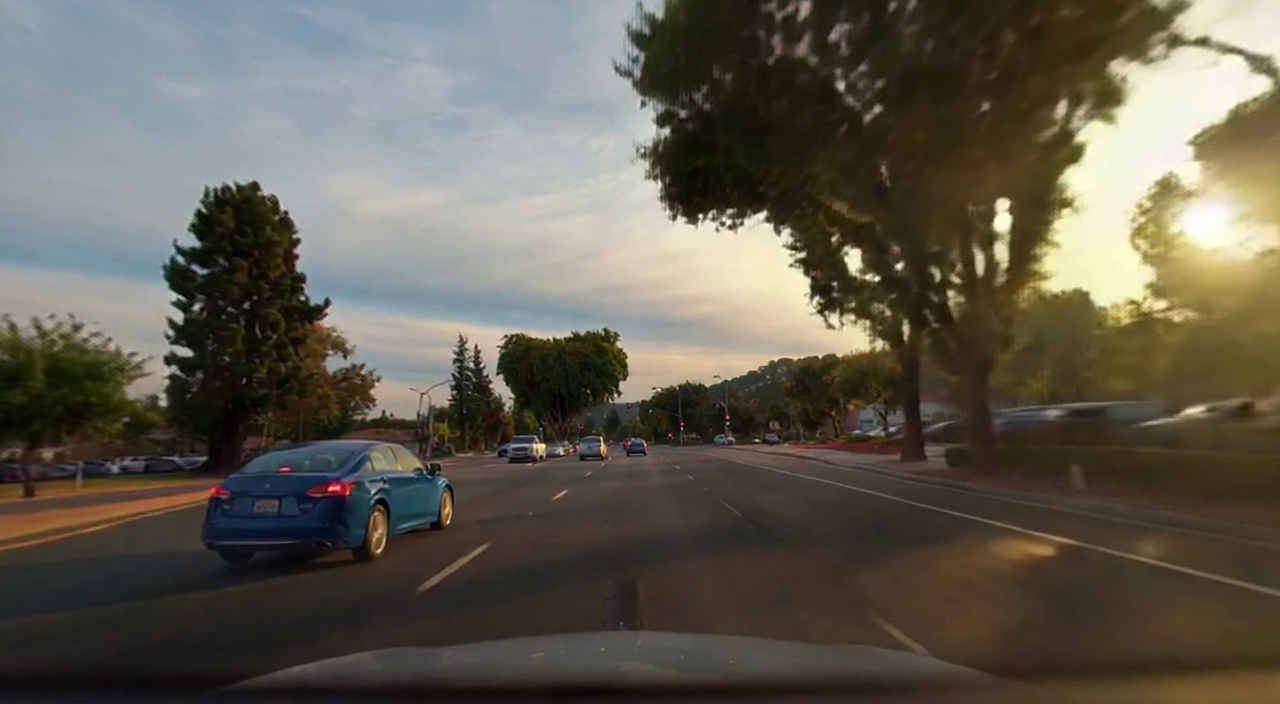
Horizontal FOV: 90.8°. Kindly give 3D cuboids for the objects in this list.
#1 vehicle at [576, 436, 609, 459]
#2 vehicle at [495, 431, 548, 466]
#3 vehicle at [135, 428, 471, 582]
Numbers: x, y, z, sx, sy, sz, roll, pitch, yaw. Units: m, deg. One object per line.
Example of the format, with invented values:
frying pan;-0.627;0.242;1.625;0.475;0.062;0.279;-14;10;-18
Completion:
vehicle;-3.531;7.186;47.610;2.103;1.592;4.160;0;-8;1
vehicle;-7.414;6.121;40.256;2.274;2.040;6.031;0;-8;0
vehicle;-3.741;1.757;8.141;1.905;1.418;4.396;0;-8;0
